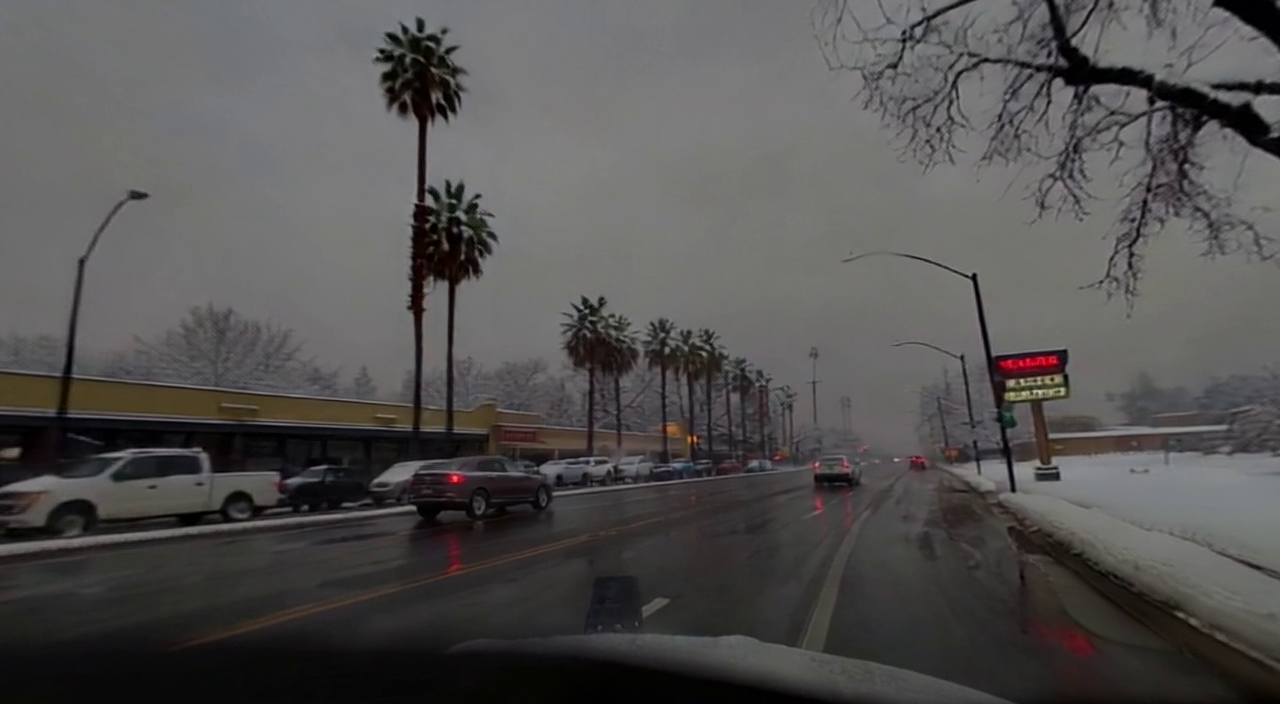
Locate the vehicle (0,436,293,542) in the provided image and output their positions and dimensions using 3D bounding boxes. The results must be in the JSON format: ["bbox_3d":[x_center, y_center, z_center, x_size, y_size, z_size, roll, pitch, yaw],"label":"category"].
[{"bbox_3d":[-10.384,2.911,13.460,1.989,1.792,4.884,-6,-13,22],"label":"vehicle"}]

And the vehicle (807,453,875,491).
[{"bbox_3d":[9.175,5.345,28.466,2.139,1.461,4.918,-4,-10,26],"label":"vehicle"}]

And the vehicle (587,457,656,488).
[{"bbox_3d":[-0.936,6.650,35.135,1.981,1.493,4.721,-4,-9,23],"label":"vehicle"}]

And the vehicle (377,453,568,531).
[{"bbox_3d":[-3.790,3.220,15.192,2.090,1.520,4.452,-4,-9,23],"label":"vehicle"}]
